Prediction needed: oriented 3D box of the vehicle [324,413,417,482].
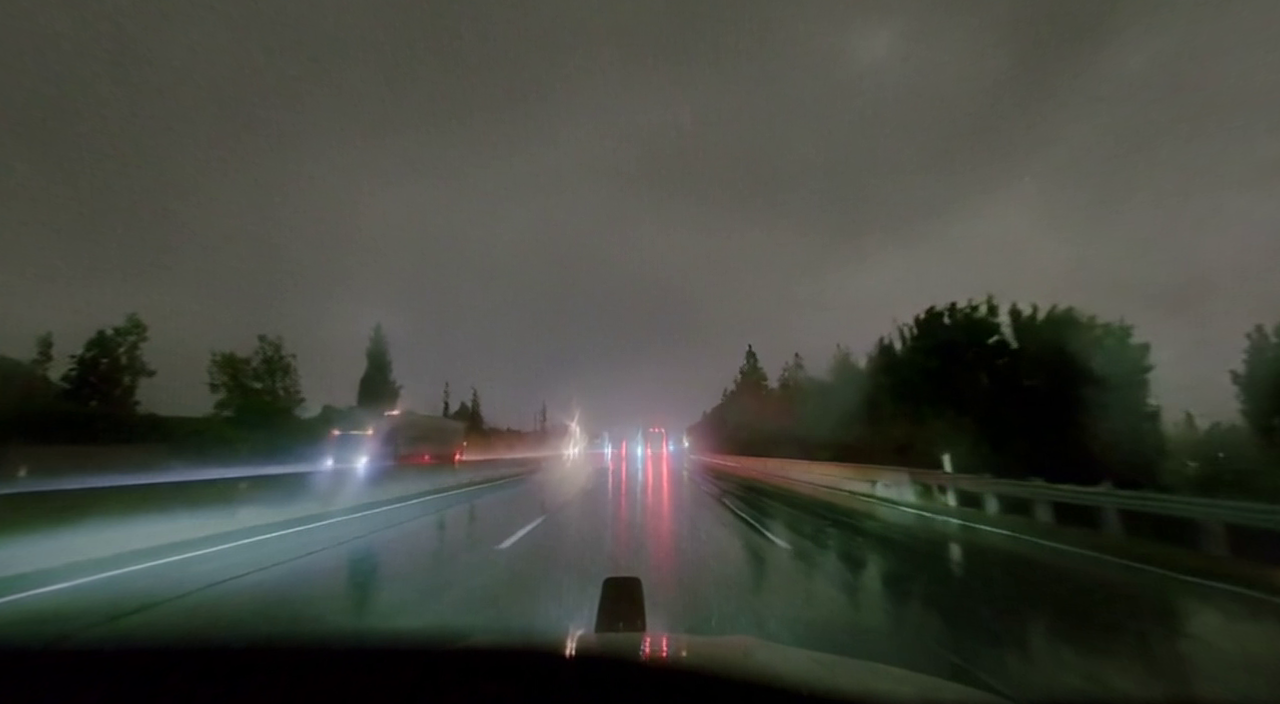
[{"bbox_3d":[-16.596,5.959,39.417,3.004,3.988,5.943,0,-9,1],"label":"vehicle"}]
